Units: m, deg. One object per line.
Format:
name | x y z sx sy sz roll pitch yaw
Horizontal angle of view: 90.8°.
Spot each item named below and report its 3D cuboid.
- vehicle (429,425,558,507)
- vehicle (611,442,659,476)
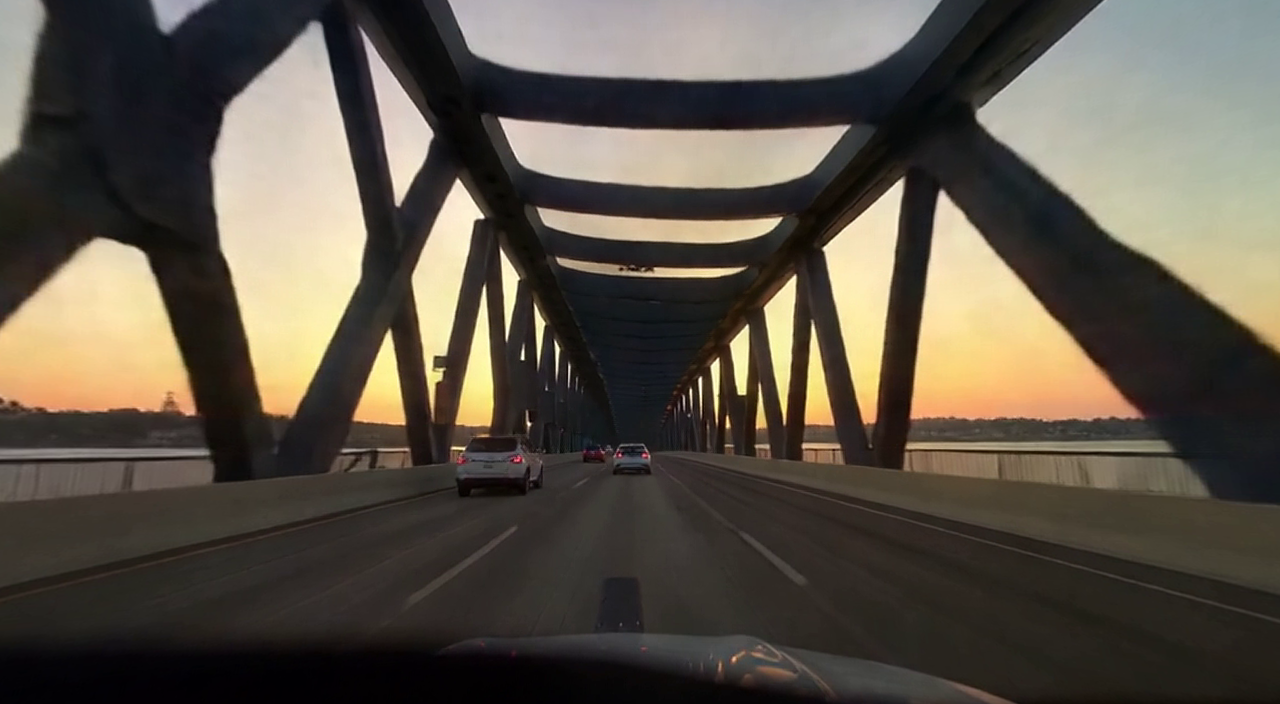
vehicle | -3.585 2.899 16.542 2.190 1.807 4.741 0 -9 1
vehicle | -0.214 4.864 28.939 2.048 1.450 3.973 0 -9 -1
